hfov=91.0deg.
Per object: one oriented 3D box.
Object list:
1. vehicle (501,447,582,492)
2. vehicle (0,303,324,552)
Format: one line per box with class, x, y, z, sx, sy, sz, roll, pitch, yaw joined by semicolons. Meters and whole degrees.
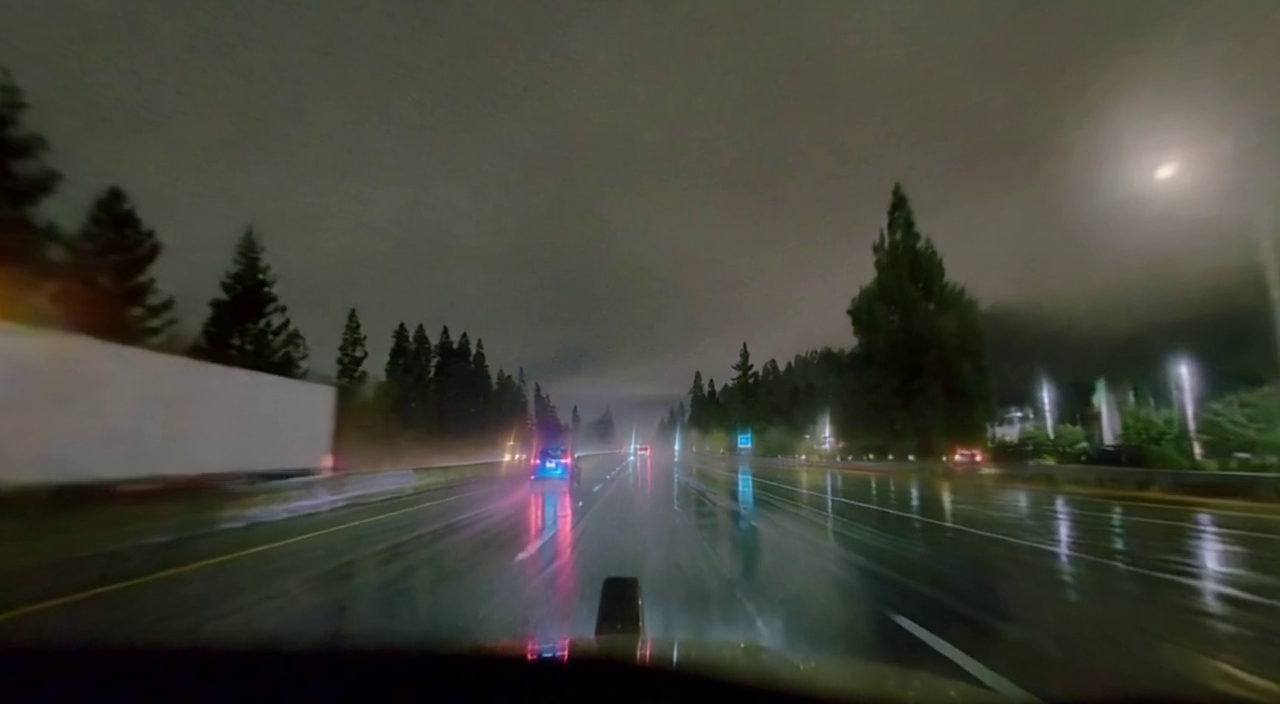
vehicle;-3.508;4.322;23.470;2.162;1.493;4.583;0;-9;1
vehicle;-10.736;1.451;11.368;3.090;3.520;13.662;0;-9;0
